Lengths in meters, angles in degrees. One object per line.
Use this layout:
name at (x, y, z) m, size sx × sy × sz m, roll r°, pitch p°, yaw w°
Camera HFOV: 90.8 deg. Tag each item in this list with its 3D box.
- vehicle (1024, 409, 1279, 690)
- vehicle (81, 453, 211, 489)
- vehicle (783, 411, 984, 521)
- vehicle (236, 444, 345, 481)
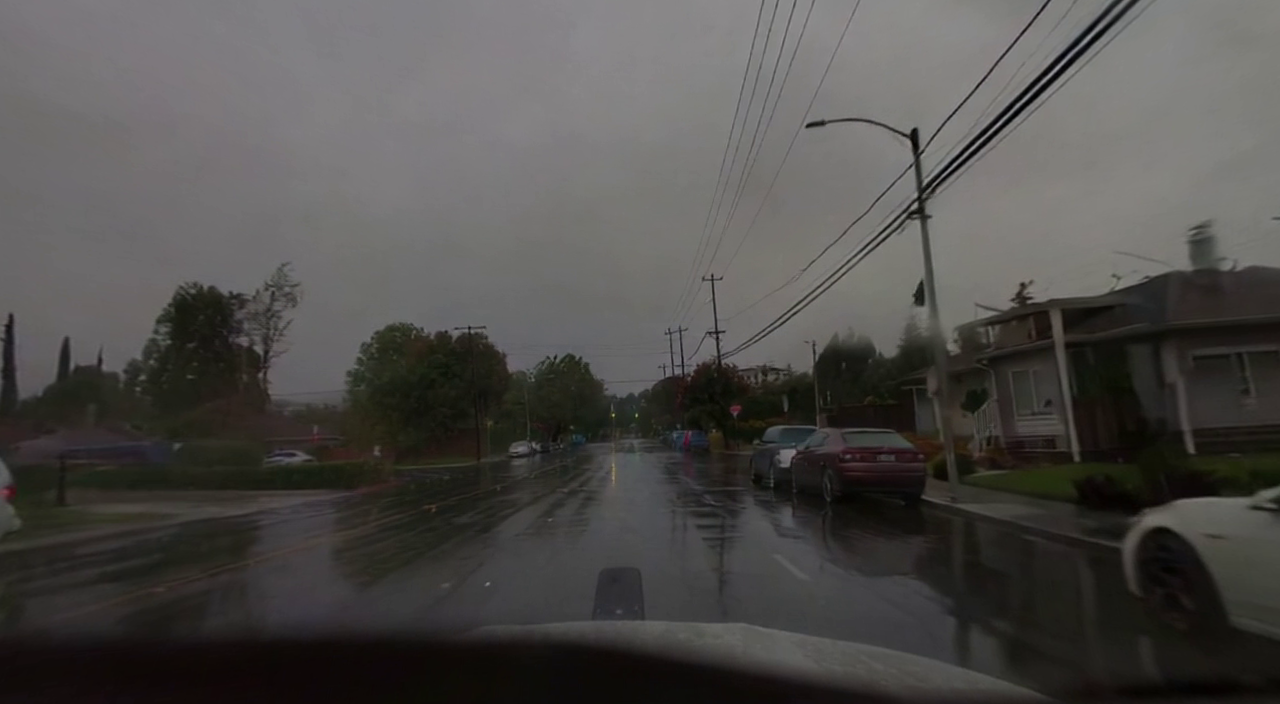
vehicle at (4.525, 1.040, 3.160) m, size 2.001 × 1.532 × 5.029 m, roll 0°, pitch -8°, yaw -1°
vehicle at (-23.369, 5.582, 30.022) m, size 4.621 × 1.484 × 1.827 m, roll 8°, pitch -11°, yaw -42°
vehicle at (4.511, 2.200, 12.725) m, size 1.980 × 1.773 × 4.853 m, roll 0°, pitch -8°, yaw -2°
vehicle at (-18.888, 5.915, 34.286) m, size 4.676 × 1.846 × 1.967 m, roll 8°, pitch -12°, yaw -44°
